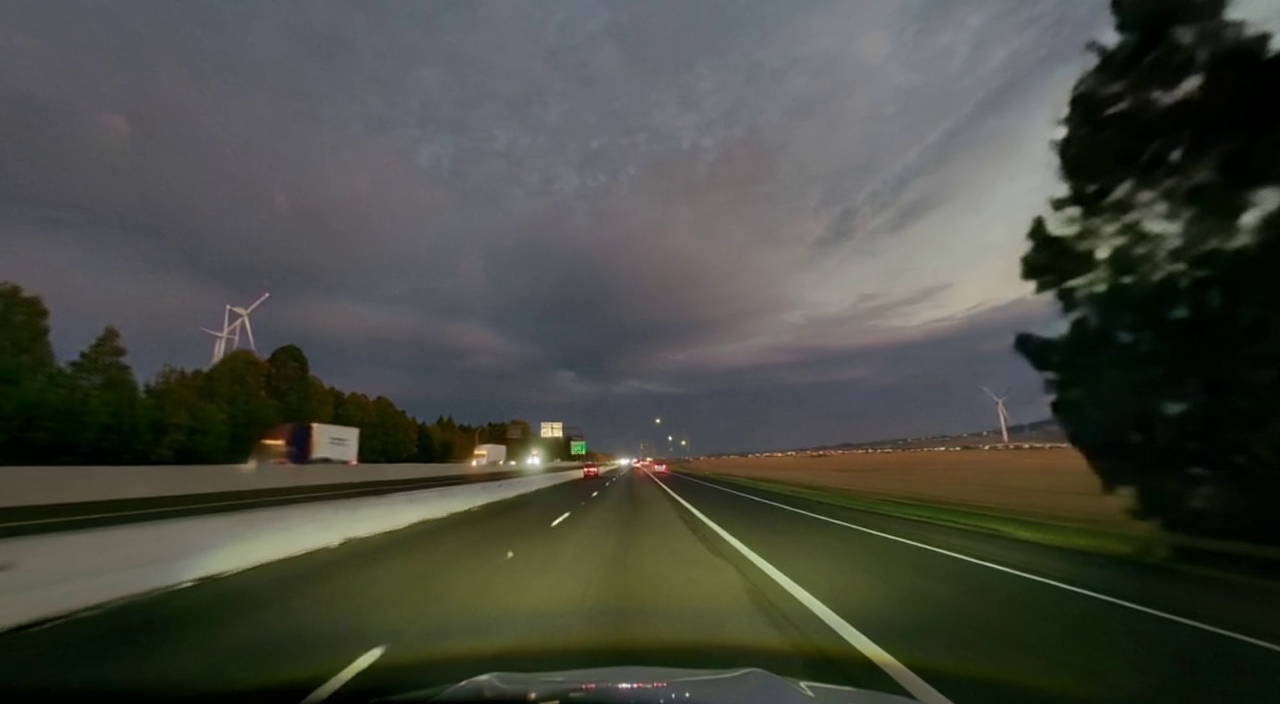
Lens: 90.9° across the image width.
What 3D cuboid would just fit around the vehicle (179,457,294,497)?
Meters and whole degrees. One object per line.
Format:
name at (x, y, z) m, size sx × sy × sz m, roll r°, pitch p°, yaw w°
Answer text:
vehicle at (-15.762, 4.919, 24.923) m, size 1.827 × 1.423 × 4.071 m, roll 1°, pitch -10°, yaw 0°

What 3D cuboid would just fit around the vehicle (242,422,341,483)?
vehicle at (-23.520, 6.909, 42.942) m, size 3.011 × 3.815 × 5.893 m, roll 1°, pitch -10°, yaw 1°
